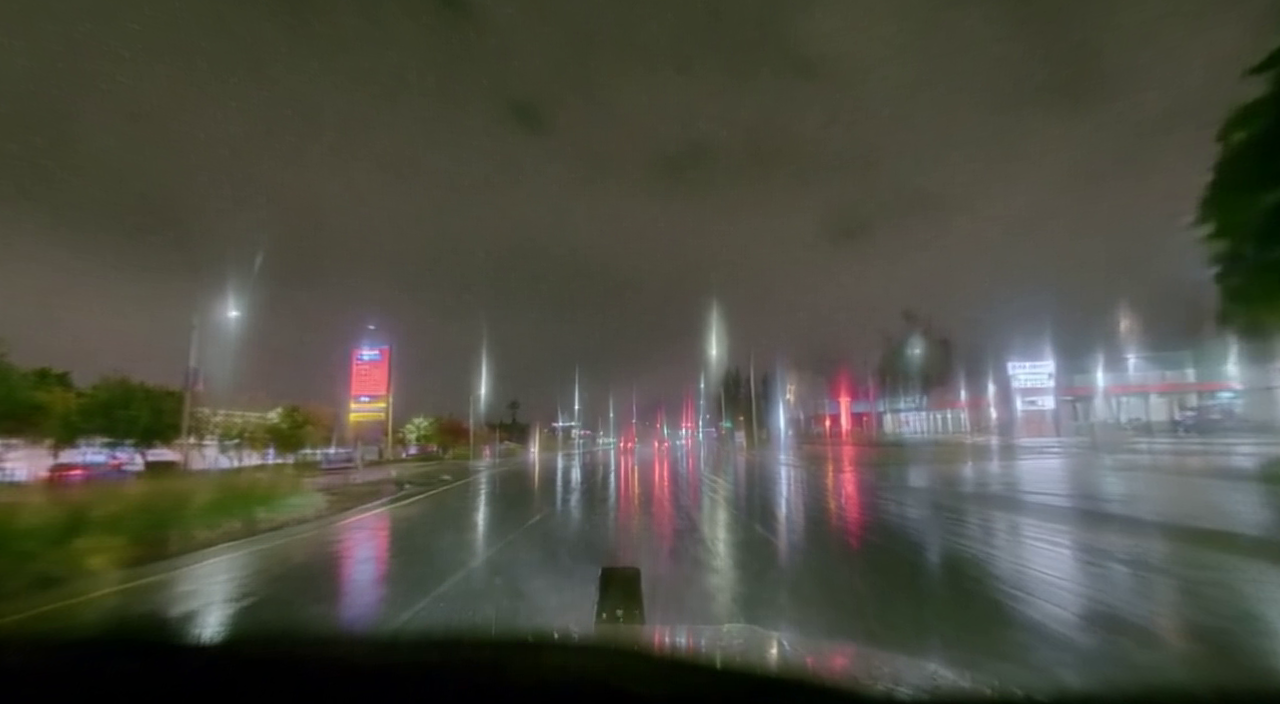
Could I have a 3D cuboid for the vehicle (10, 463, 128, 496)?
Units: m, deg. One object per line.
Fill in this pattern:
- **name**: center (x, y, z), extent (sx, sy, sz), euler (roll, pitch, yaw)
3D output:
- **vehicle**: center (-30.278, 6.751, 33.708), extent (1.820, 1.467, 4.594), euler (-1, -8, 4)
